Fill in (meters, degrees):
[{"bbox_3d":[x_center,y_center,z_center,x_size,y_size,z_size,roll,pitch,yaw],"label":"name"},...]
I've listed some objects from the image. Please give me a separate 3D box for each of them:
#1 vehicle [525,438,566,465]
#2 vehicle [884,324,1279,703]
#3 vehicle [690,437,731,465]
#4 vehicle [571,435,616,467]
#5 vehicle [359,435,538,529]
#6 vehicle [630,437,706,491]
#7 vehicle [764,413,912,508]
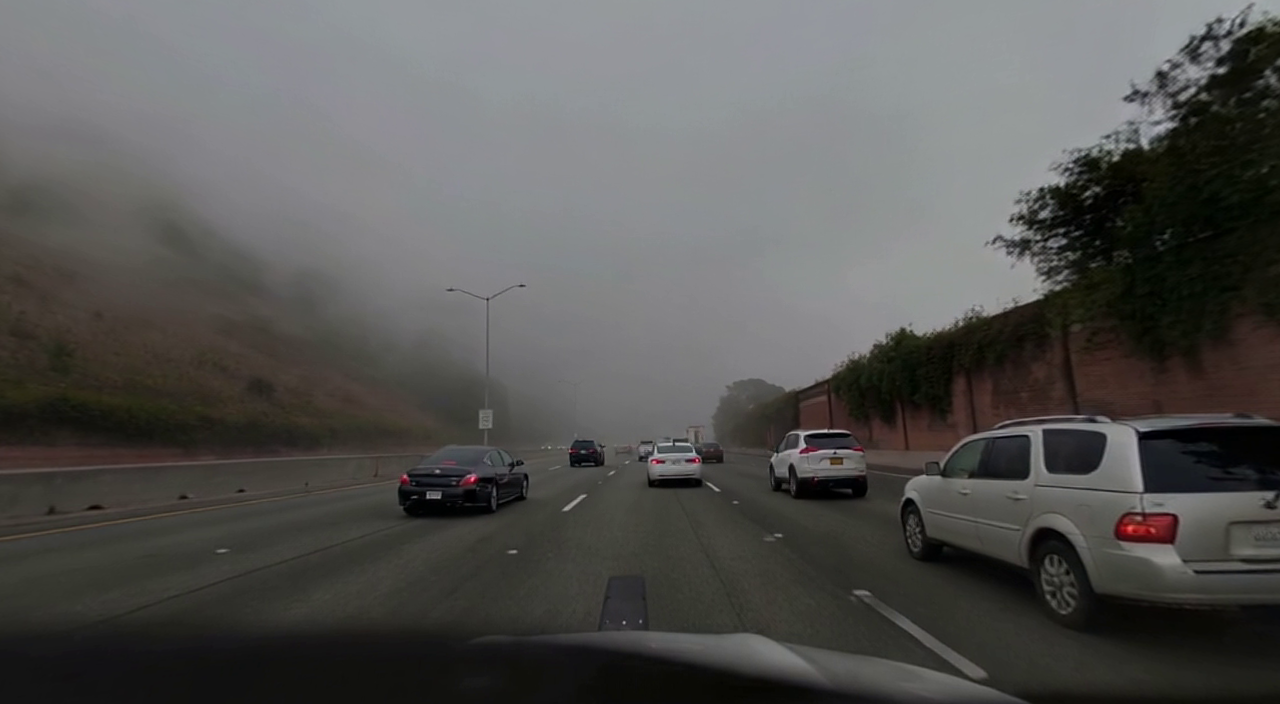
[{"bbox_3d":[-6.550,6.959,44.328,2.055,1.751,4.825,0,-8,1],"label":"vehicle"},{"bbox_3d":[3.767,1.083,4.960,1.930,1.831,4.344,0,-8,0],"label":"vehicle"},{"bbox_3d":[3.950,5.614,36.011,1.855,1.513,3.915,0,-8,-1],"label":"vehicle"},{"bbox_3d":[-2.680,5.845,37.422,2.154,1.793,4.736,0,-8,2],"label":"vehicle"},{"bbox_3d":[-3.367,2.364,12.124,1.961,1.456,4.362,0,-8,2],"label":"vehicle"},{"bbox_3d":[0.736,3.376,19.429,2.105,1.471,3.978,0,-8,-1],"label":"vehicle"},{"bbox_3d":[4.375,2.481,14.829,1.970,1.872,4.575,0,-8,0],"label":"vehicle"}]
